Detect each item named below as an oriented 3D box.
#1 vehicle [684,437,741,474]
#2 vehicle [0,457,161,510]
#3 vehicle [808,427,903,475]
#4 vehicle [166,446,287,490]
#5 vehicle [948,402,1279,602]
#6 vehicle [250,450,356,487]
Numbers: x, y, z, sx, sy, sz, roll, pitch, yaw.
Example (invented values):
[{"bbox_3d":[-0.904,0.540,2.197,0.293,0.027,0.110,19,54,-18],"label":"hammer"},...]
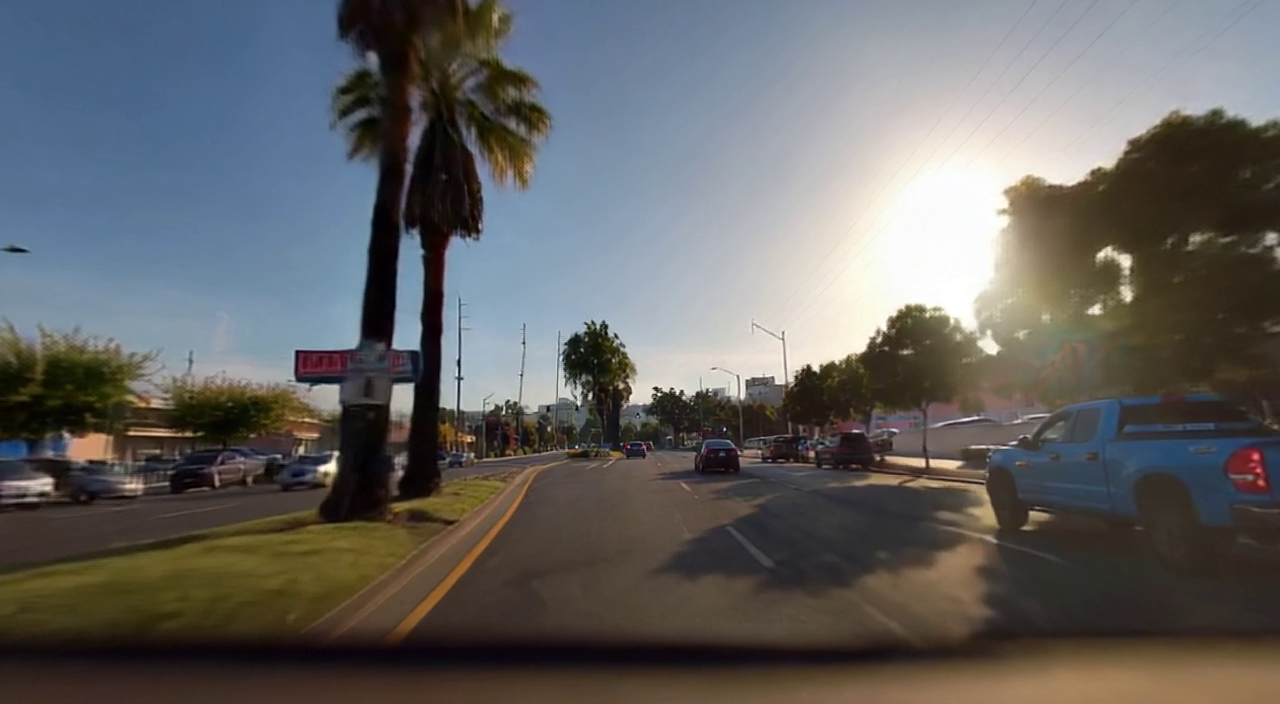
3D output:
[{"bbox_3d":[3.176,4.631,28.428,1.889,1.541,4.303,0,-9,-2],"label":"vehicle"},{"bbox_3d":[-19.318,4.396,21.626,1.871,1.519,5.002,0,-9,1],"label":"vehicle"},{"bbox_3d":[10.332,4.820,30.944,2.417,2.061,5.980,0,-9,-1],"label":"vehicle"},{"bbox_3d":[-19.005,5.299,29.428,2.066,1.825,5.291,0,-9,0],"label":"vehicle"},{"bbox_3d":[6.238,1.610,7.775,2.140,1.606,5.437,0,-9,0],"label":"vehicle"},{"bbox_3d":[-15.458,5.334,29.366,2.174,1.509,4.958,0,-9,0],"label":"vehicle"}]
